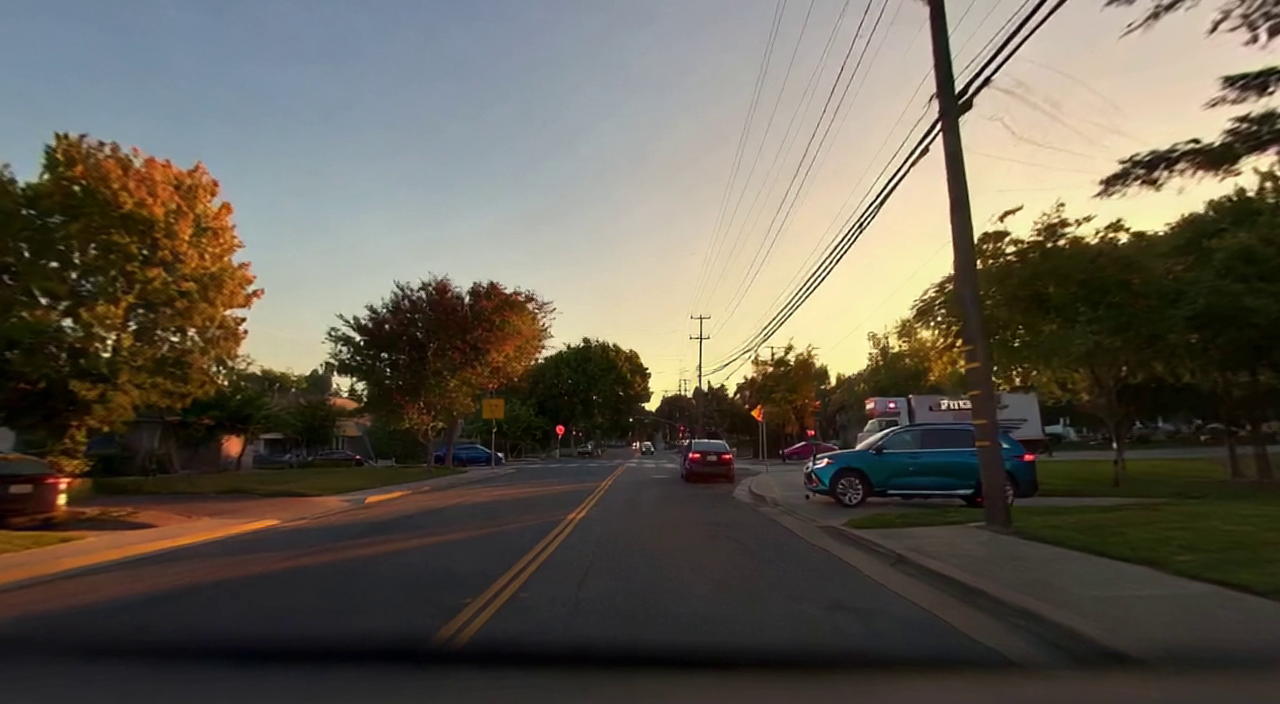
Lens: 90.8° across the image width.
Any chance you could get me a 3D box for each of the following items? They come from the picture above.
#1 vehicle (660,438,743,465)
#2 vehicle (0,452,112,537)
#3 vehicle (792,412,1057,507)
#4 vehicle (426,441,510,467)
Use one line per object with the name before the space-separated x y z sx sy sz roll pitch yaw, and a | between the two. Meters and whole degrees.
vehicle | 4.484 7.275 46.404 5.536 1.868 2.553 -7 -11 38
vehicle | -12.522 2.692 12.309 3.793 1.440 2.026 -5 -10 28
vehicle | 5.993 2.353 14.020 4.814 1.872 2.220 -1 -9 7
vehicle | -13.041 7.801 48.370 5.866 1.904 2.197 1 -9 -6
